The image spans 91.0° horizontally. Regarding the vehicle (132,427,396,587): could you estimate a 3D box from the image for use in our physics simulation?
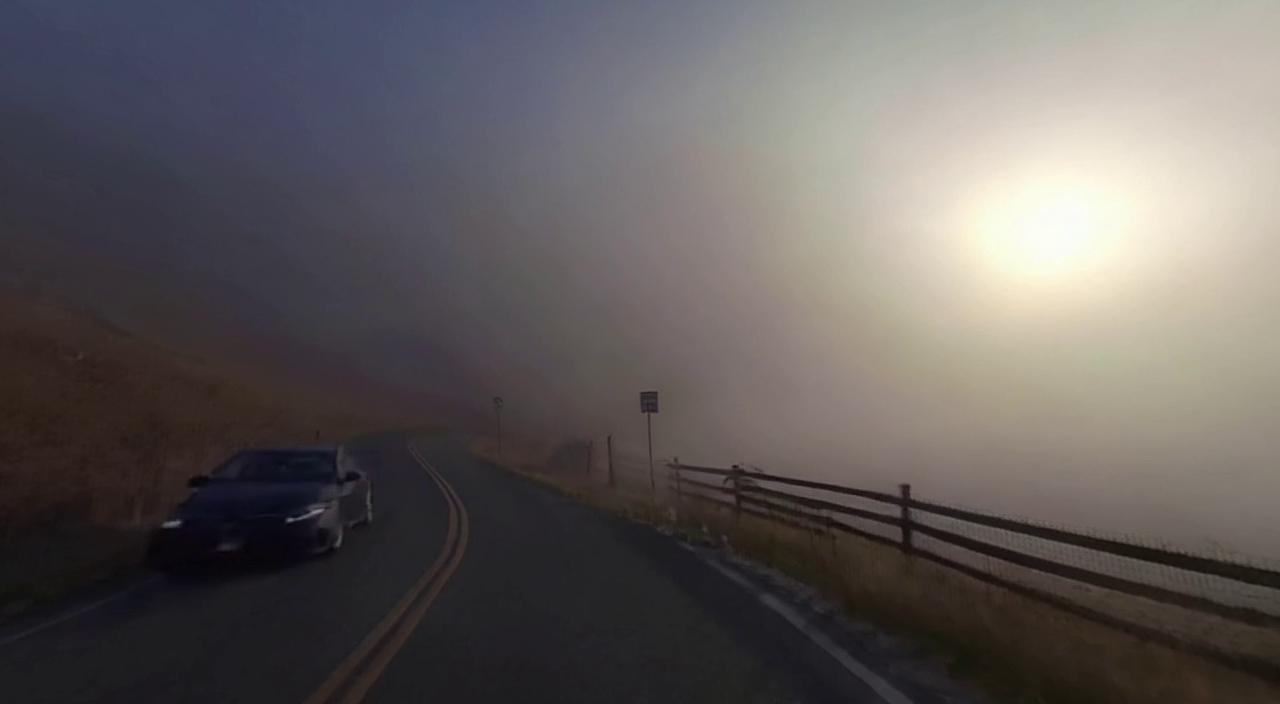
[{"bbox_3d":[-5.023,2.025,9.203,2.075,1.562,4.241,-3,-8,-13],"label":"vehicle"}]
